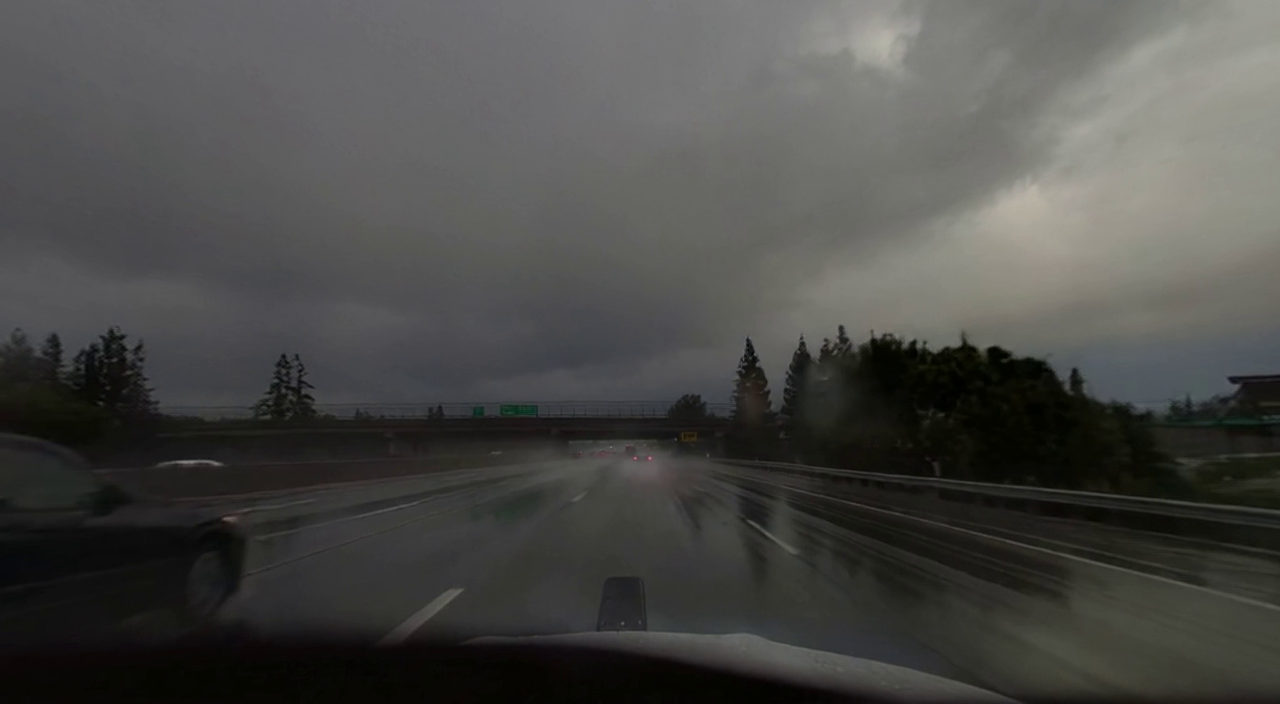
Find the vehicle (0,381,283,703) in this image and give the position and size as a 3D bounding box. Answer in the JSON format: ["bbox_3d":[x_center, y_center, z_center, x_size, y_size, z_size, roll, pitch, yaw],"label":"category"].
[{"bbox_3d":[-4.039,0.992,3.019,2.055,1.665,4.373,0,-9,0],"label":"vehicle"}]

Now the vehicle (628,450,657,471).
[{"bbox_3d":[0.149,8.204,47.899,2.113,1.537,4.208,0,-9,0],"label":"vehicle"}]
